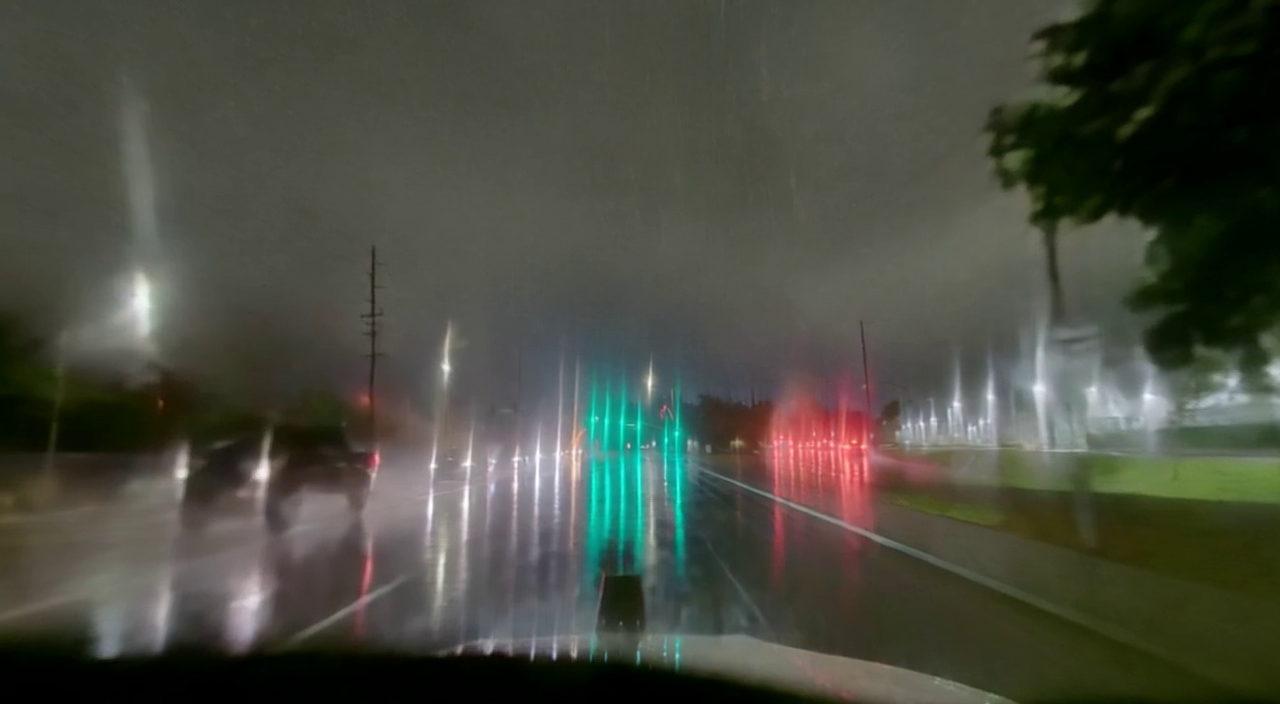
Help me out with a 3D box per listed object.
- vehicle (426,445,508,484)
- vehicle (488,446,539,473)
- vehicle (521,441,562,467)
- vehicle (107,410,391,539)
[{"bbox_3d":[-7.157,4.694,26.745,2.030,1.482,4.818,0,-9,1],"label":"vehicle"},{"bbox_3d":[-7.119,6.100,36.051,2.008,1.456,4.409,0,-9,0],"label":"vehicle"},{"bbox_3d":[-7.090,7.397,46.017,2.101,1.768,5.040,0,-9,0],"label":"vehicle"},{"bbox_3d":[-6.712,2.174,11.796,2.337,1.862,4.924,1,-9,-4],"label":"vehicle"}]
